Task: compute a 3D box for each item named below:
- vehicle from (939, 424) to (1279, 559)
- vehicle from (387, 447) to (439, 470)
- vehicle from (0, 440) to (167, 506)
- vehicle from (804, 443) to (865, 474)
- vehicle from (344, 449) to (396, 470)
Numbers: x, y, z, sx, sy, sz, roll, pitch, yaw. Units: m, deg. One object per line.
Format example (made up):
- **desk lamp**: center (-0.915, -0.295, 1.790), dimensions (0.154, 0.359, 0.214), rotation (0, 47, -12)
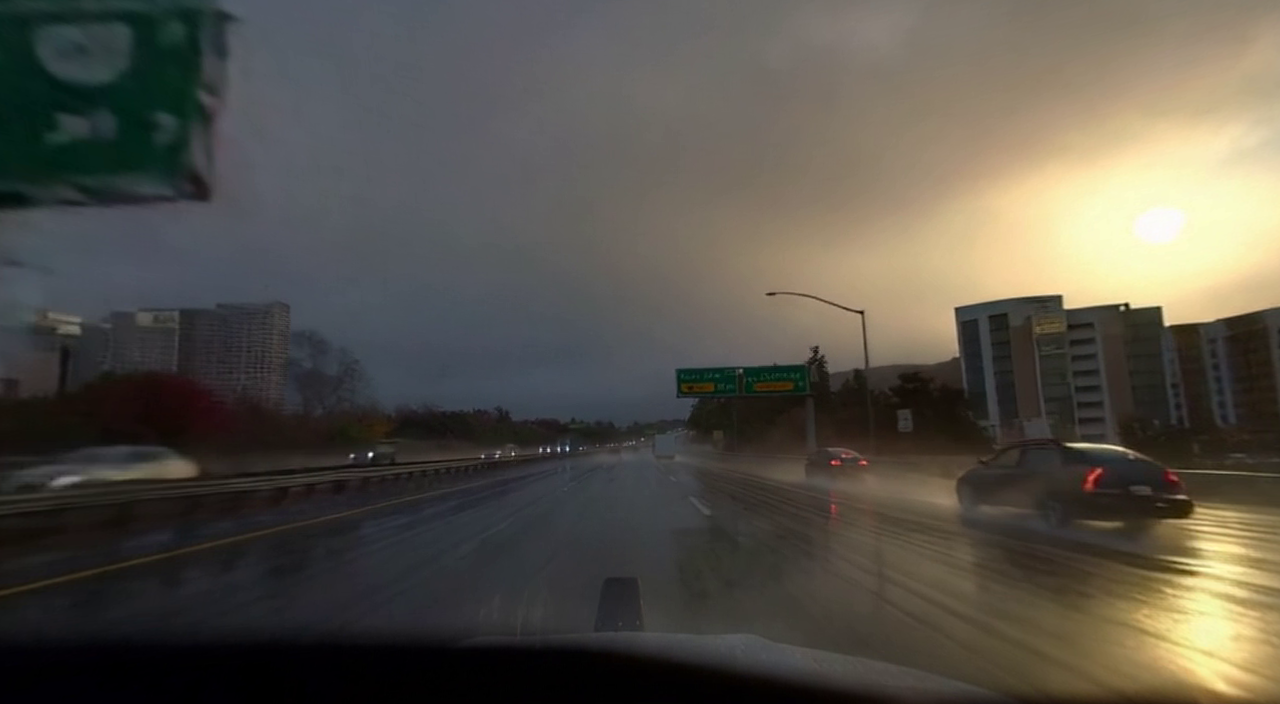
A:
- **vehicle**: center (6.711, 1.950, 9.607), dimensions (1.861, 1.500, 4.860), rotation (0, -9, -1)
- **vehicle**: center (-15.783, 7.414, 44.171), dimensions (1.907, 1.477, 4.637), rotation (0, -9, 0)
- **vehicle**: center (-15.608, 3.195, 17.096), dimensions (1.961, 1.520, 4.702), rotation (0, -9, 0)
- **vehicle**: center (10.303, 5.673, 33.808), dimensions (1.878, 1.509, 4.327), rotation (0, -9, -1)
- **vehicle**: center (-19.720, 7.836, 46.361), dimensions (1.877, 1.459, 4.547), rotation (0, -9, 0)
